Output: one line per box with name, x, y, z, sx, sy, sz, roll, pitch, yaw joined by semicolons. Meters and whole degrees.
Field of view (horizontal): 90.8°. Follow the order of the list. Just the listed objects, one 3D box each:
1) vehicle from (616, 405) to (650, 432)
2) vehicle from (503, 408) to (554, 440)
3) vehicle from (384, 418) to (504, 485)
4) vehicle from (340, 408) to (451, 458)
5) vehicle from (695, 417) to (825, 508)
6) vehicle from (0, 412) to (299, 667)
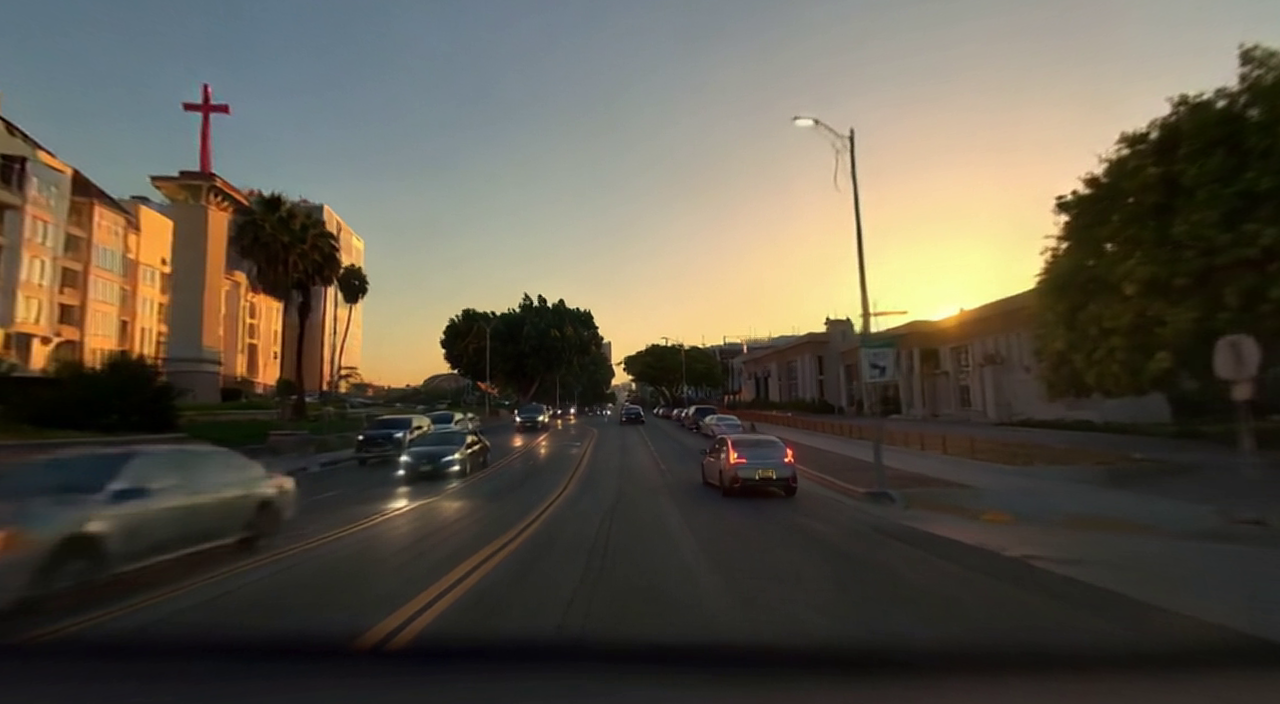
vehicle;-0.465;4.526;42.848;2.196;1.655;3.939;0;-8;-1
vehicle;-6.360;4.208;36.621;2.171;1.676;4.523;0;-8;0
vehicle;-5.977;3.119;20.019;2.295;1.837;4.680;0;-8;0
vehicle;-9.026;3.118;23.952;2.076;1.650;5.432;0;-8;-1
vehicle;2.682;2.595;15.273;1.995;1.858;4.333;0;-8;-4
vehicle;-5.828;1.645;6.406;2.138;1.858;4.788;0;-8;-1
